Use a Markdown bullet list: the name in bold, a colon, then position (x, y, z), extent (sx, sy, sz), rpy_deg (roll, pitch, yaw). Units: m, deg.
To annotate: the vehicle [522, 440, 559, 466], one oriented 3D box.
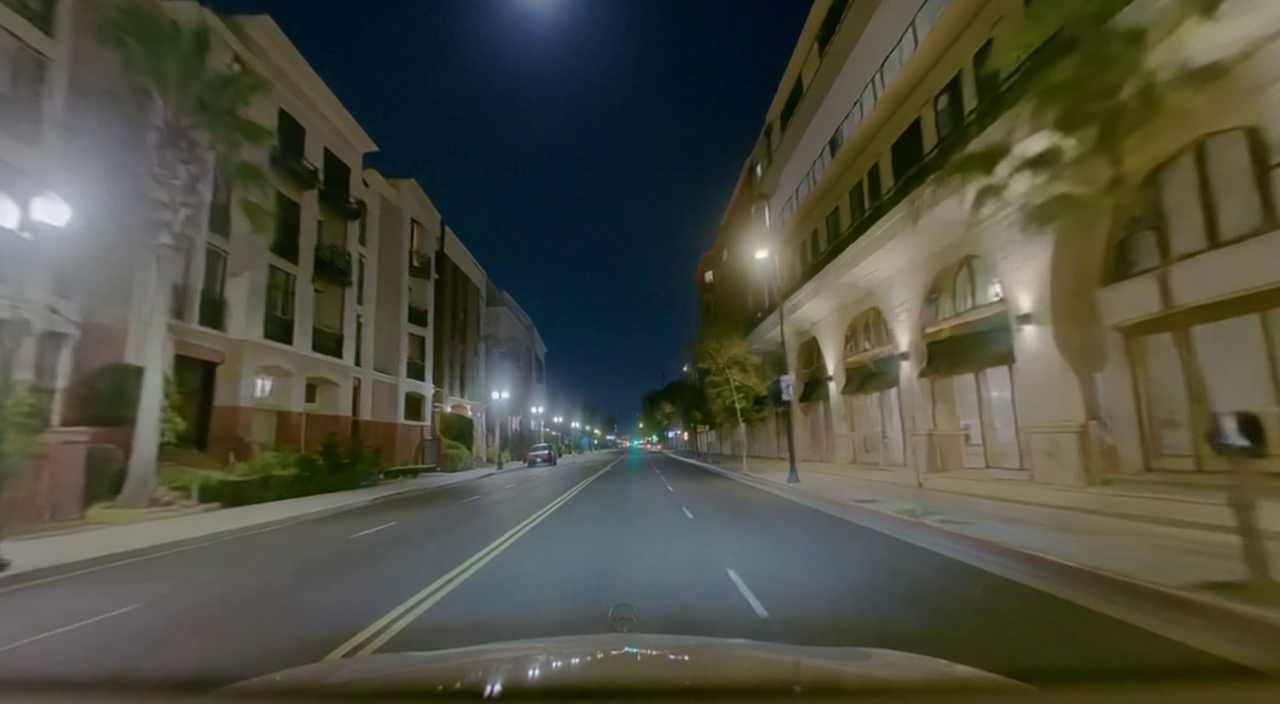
- **vehicle**: position (-6.927, 7.115, 44.468), extent (1.946, 1.640, 4.430), rpy_deg (-2, -9, -1)
